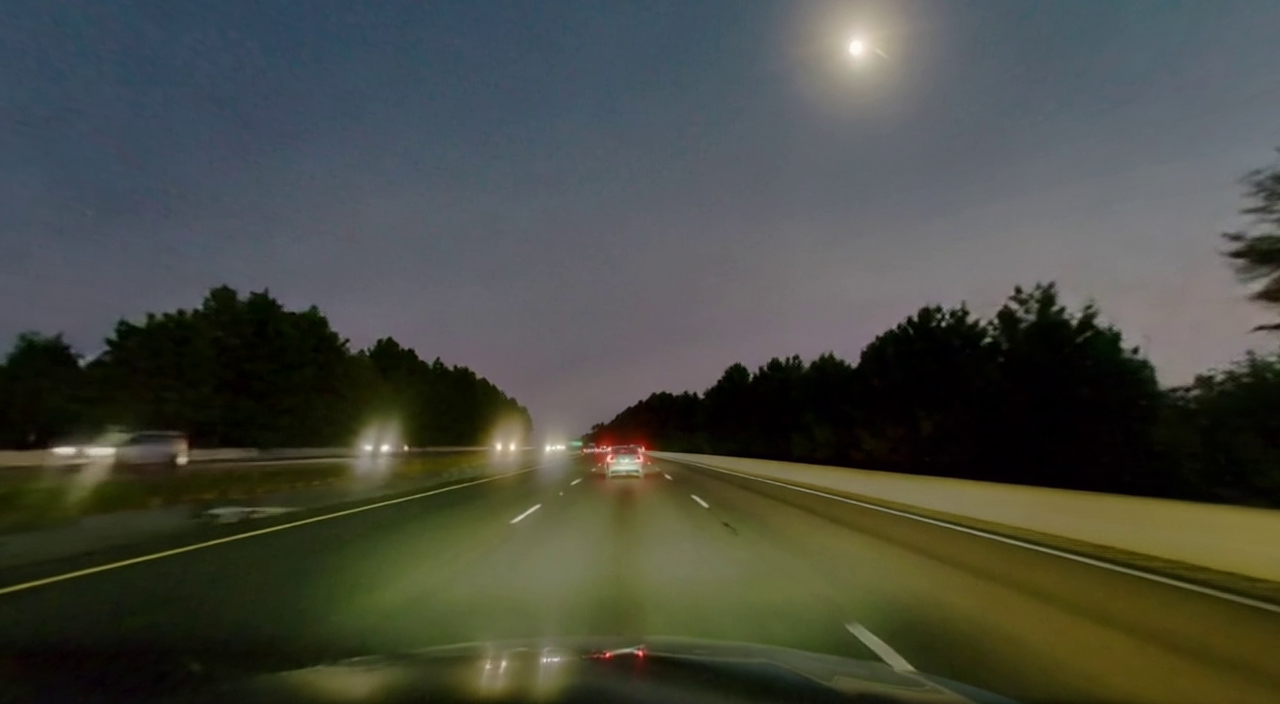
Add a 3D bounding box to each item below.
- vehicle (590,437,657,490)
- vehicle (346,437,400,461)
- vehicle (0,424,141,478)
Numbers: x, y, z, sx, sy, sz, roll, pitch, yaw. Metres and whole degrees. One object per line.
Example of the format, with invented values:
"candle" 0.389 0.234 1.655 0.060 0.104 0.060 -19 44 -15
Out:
"vehicle" -0.543 3.670 21.027 2.011 1.590 3.607 0 -9 -1
"vehicle" -17.780 6.467 42.189 1.837 1.512 4.359 0 -9 -2
"vehicle" -17.730 3.041 19.401 1.714 1.482 3.643 0 -9 -1
